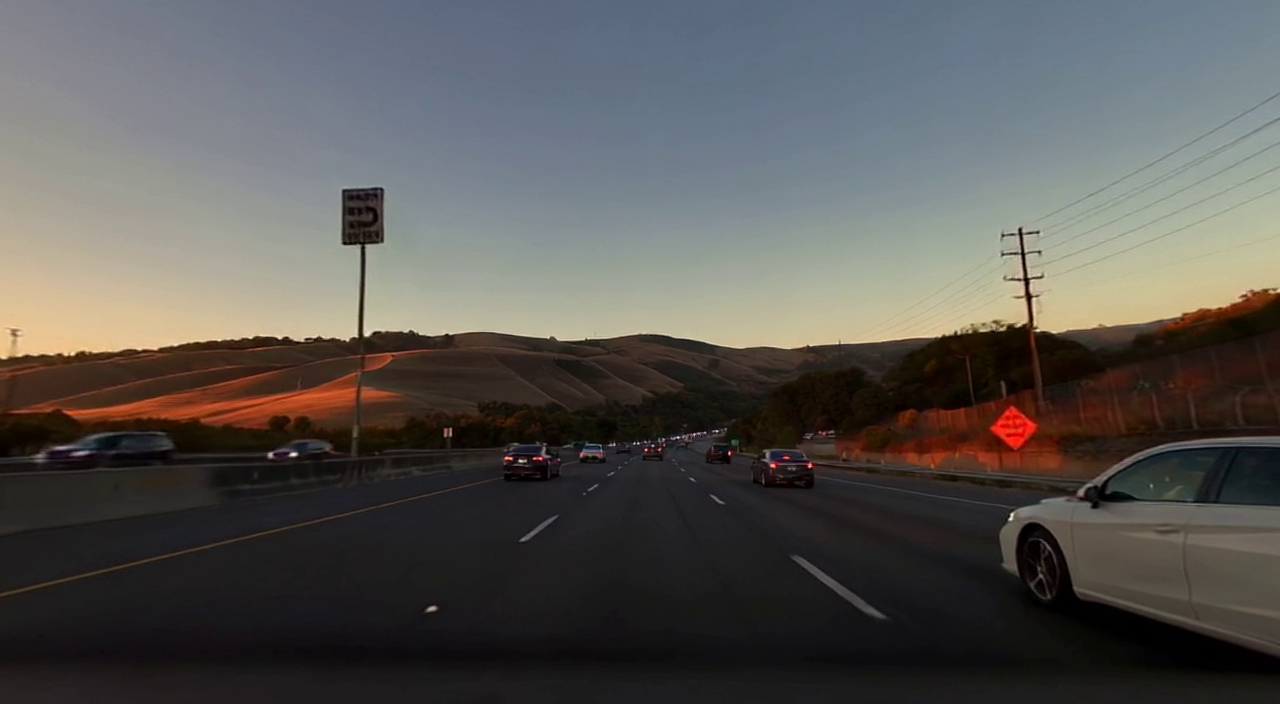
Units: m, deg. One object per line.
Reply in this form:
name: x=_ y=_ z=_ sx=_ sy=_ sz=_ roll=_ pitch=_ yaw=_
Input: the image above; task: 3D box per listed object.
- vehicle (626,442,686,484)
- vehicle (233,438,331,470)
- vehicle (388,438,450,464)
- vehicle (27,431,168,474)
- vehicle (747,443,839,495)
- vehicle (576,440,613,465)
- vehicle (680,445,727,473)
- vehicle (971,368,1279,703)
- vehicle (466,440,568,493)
vehicle: x=0.604 y=4.349 z=25.035 sx=2.138 sy=1.473 sz=4.392 roll=0 pitch=-8 yaw=1
vehicle: x=-18.038 y=5.150 z=32.129 sx=2.126 sy=1.487 sz=4.681 roll=-1 pitch=-8 yaw=2
vehicle: x=-13.979 y=6.299 z=40.158 sx=2.252 sy=1.507 sz=4.433 roll=0 pitch=-8 yaw=1
vehicle: x=-21.530 y=4.003 z=25.270 sx=1.976 sy=1.559 sz=3.997 roll=-1 pitch=-8 yaw=2
vehicle: x=4.840 y=3.730 z=20.532 sx=1.867 sy=1.465 sz=4.093 roll=0 pitch=-8 yaw=-2
vehicle: x=-3.215 y=7.196 z=45.334 sx=2.234 sy=1.675 sz=4.527 roll=-1 pitch=-8 yaw=2
vehicle: x=3.548 y=6.076 z=36.001 sx=2.177 sy=1.453 sz=4.205 roll=0 pitch=-8 yaw=-1
vehicle: x=3.849 y=0.937 z=2.988 sx=2.018 sy=1.670 sz=4.658 roll=0 pitch=-8 yaw=0
vehicle: x=-3.655 y=3.489 z=19.614 sx=2.232 sy=1.438 sz=4.163 roll=-1 pitch=-8 yaw=2
